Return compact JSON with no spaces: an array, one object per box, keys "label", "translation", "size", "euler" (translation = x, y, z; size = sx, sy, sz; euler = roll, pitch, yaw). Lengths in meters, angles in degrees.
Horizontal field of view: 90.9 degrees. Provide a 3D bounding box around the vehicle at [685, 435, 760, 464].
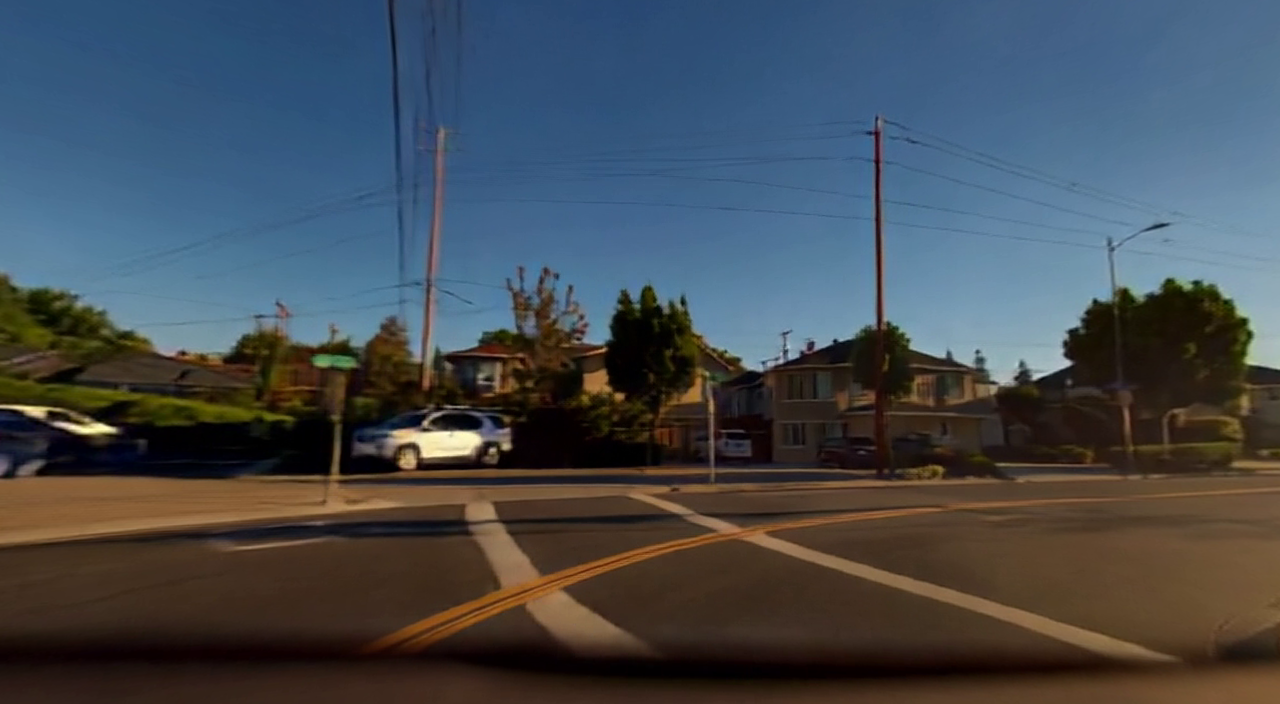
[{"label":"vehicle","translation":[4.637,5.481,35.641],"size":[3.784,1.532,1.650],"euler":[1,-8,-14]}]
